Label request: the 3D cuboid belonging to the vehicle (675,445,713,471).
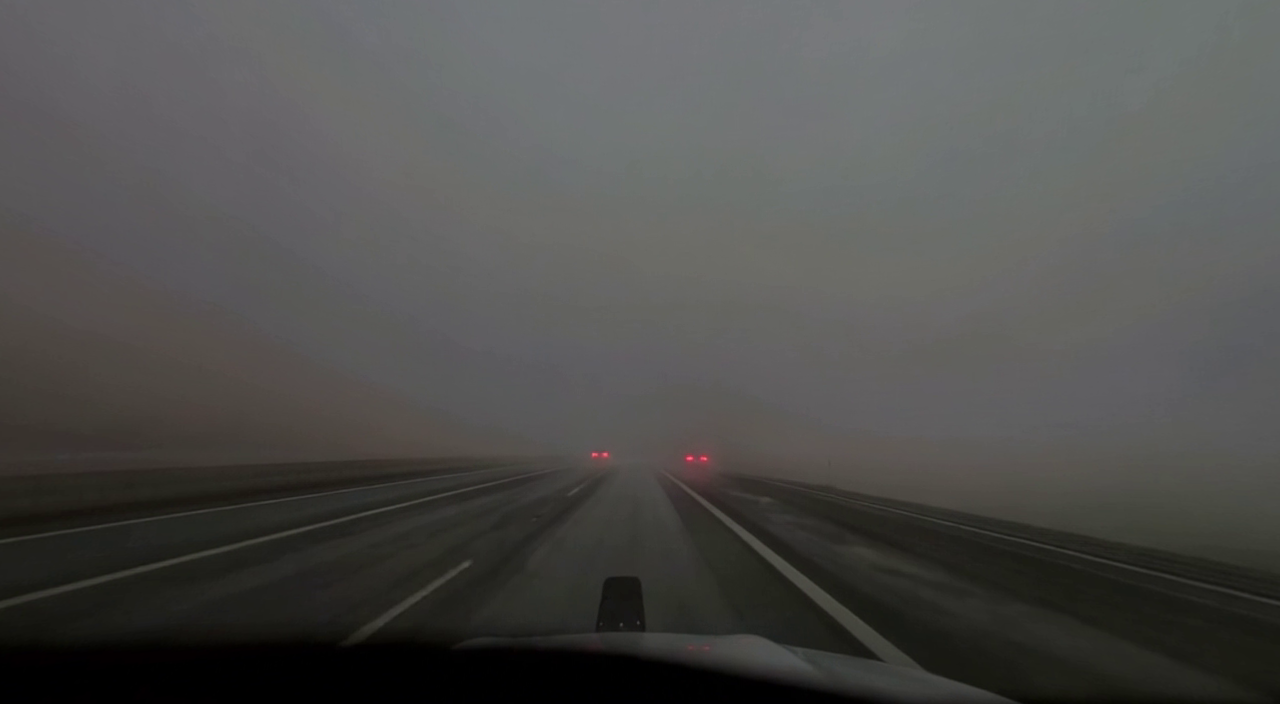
[{"bbox_3d":[3.709,7.424,44.304,2.133,1.746,4.511,0,-9,-1],"label":"vehicle"}]
